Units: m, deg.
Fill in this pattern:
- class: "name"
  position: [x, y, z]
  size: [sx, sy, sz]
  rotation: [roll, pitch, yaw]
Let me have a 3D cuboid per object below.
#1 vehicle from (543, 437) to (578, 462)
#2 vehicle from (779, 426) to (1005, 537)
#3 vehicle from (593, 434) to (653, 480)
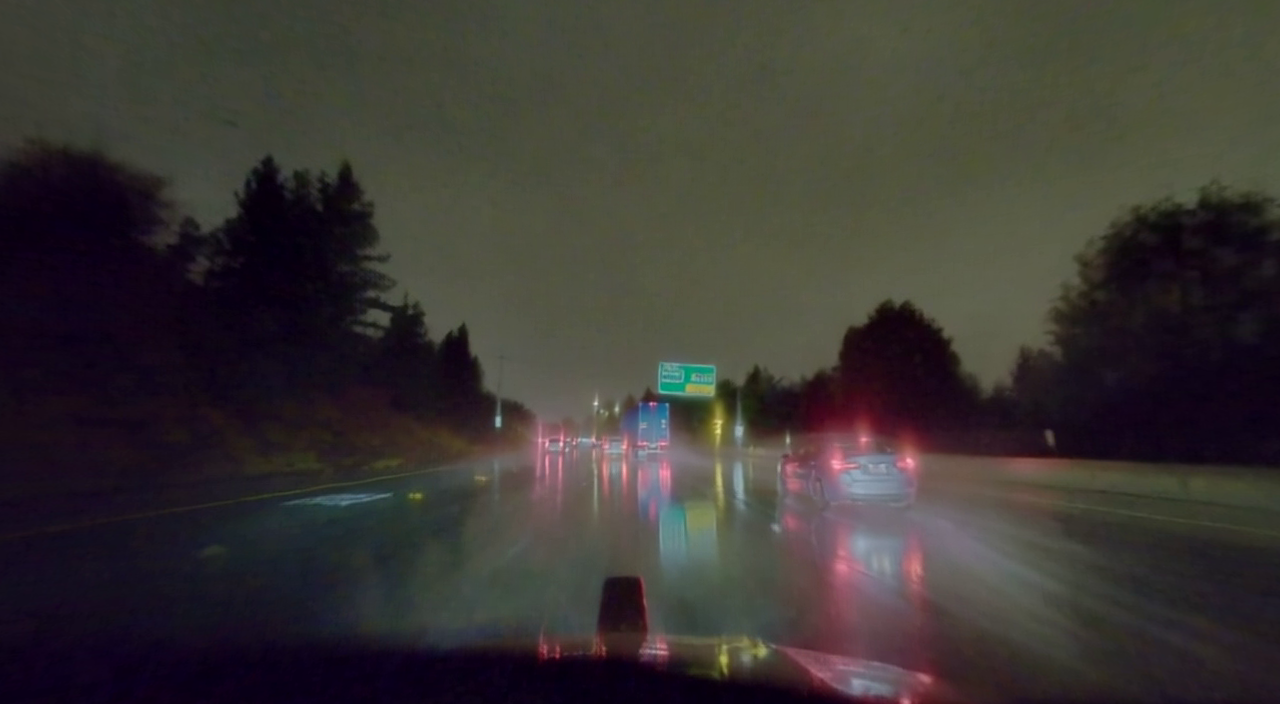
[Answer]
- class: "vehicle"
  position: [-5.215, 6.485, 41.962]
  size: [2.072, 1.512, 4.043]
  rotation: [0, -8, -4]
- class: "vehicle"
  position: [3.902, 2.080, 10.761]
  size: [1.971, 1.472, 4.301]
  rotation: [0, -8, -1]
- class: "vehicle"
  position: [-0.635, 3.850, 23.295]
  size: [2.020, 1.516, 3.951]
  rotation: [0, -9, -2]
